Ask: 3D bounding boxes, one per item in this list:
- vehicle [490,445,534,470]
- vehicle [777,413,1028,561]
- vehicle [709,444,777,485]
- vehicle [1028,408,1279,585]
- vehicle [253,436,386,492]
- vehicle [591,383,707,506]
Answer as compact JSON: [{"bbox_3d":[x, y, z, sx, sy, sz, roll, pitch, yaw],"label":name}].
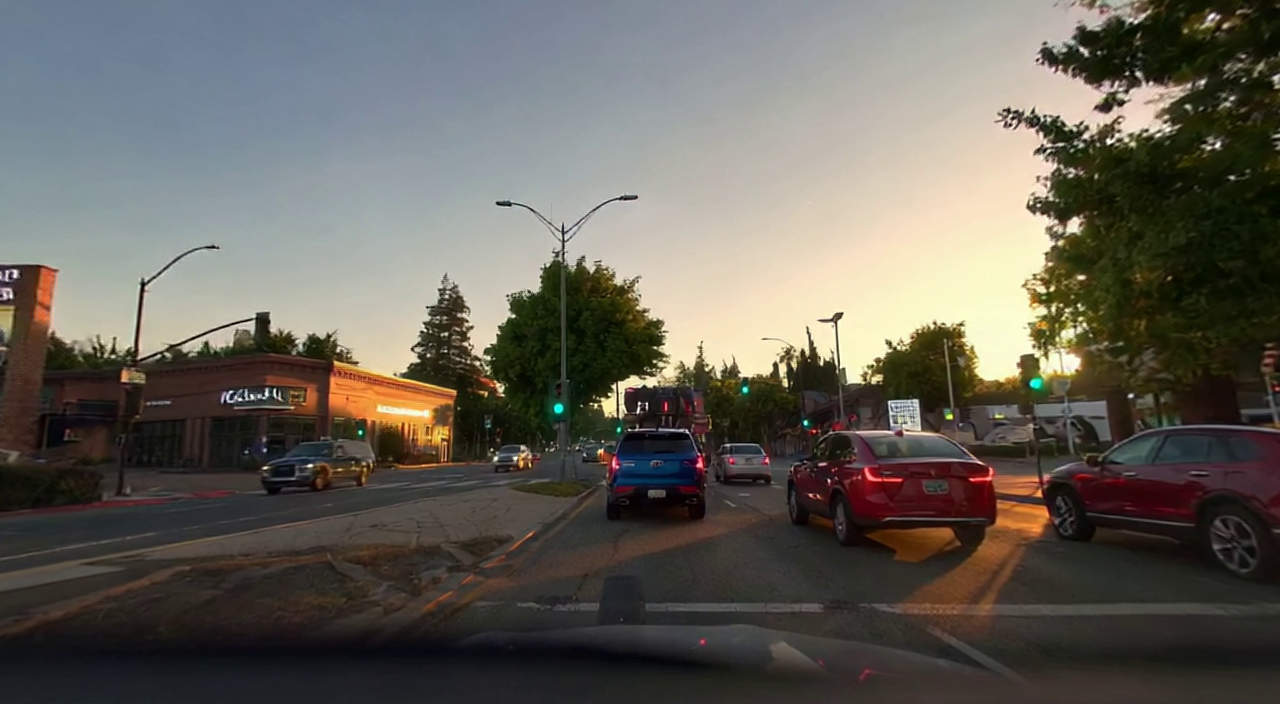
[{"bbox_3d":[-8.288,6.858,41.110,1.889,1.576,4.044,0,-9,1],"label":"vehicle"},{"bbox_3d":[3.625,1.940,9.764,2.025,1.754,4.311,0,-8,0],"label":"vehicle"},{"bbox_3d":[4.063,4.488,25.493,1.967,1.515,4.378,0,-8,0],"label":"vehicle"},{"bbox_3d":[7.198,1.652,7.758,1.982,1.698,4.408,0,-9,0],"label":"vehicle"},{"bbox_3d":[-11.777,4.129,23.696,2.163,1.858,5.318,0,-9,0],"label":"vehicle"},{"bbox_3d":[0.242,2.201,15.233,2.370,2.518,3.858,-2,-8,2],"label":"vehicle"}]
